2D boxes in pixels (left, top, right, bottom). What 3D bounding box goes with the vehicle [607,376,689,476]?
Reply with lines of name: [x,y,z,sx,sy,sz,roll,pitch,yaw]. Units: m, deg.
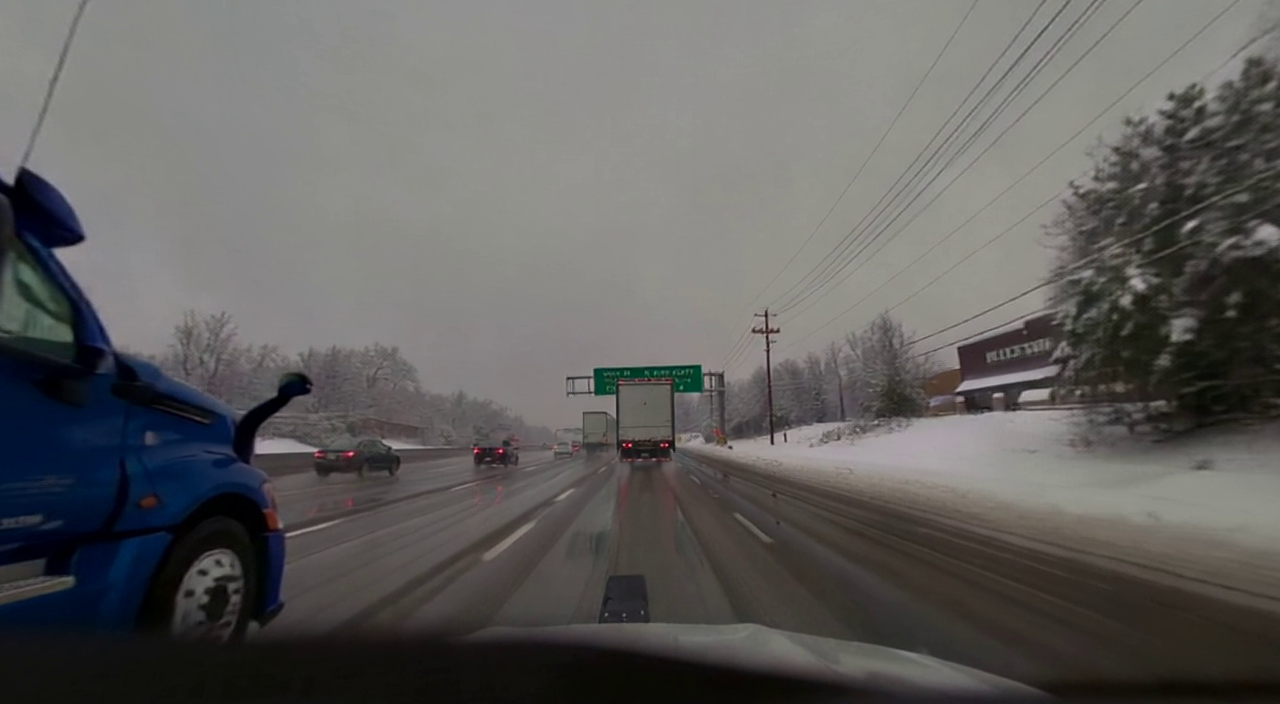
vehicle: [0.250,3.396,27.631,2.941,3.604,9.851,0,-9,-1]

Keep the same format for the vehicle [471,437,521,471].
vehicle: [-6.994,4.994,30.926,1.736,1.580,2.778,0,-9,0]

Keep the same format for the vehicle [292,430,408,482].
vehicle: [-10.871,3.933,24.126,2.046,1.779,4.752,0,-9,1]

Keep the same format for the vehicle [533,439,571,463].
vehicle: [-5.692,6.450,41.115,1.933,1.459,4.478,0,-9,-1]

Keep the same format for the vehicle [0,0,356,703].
vehicle: [-4.077,-0.177,0.917,3.061,3.891,8.658,0,-9,1]
